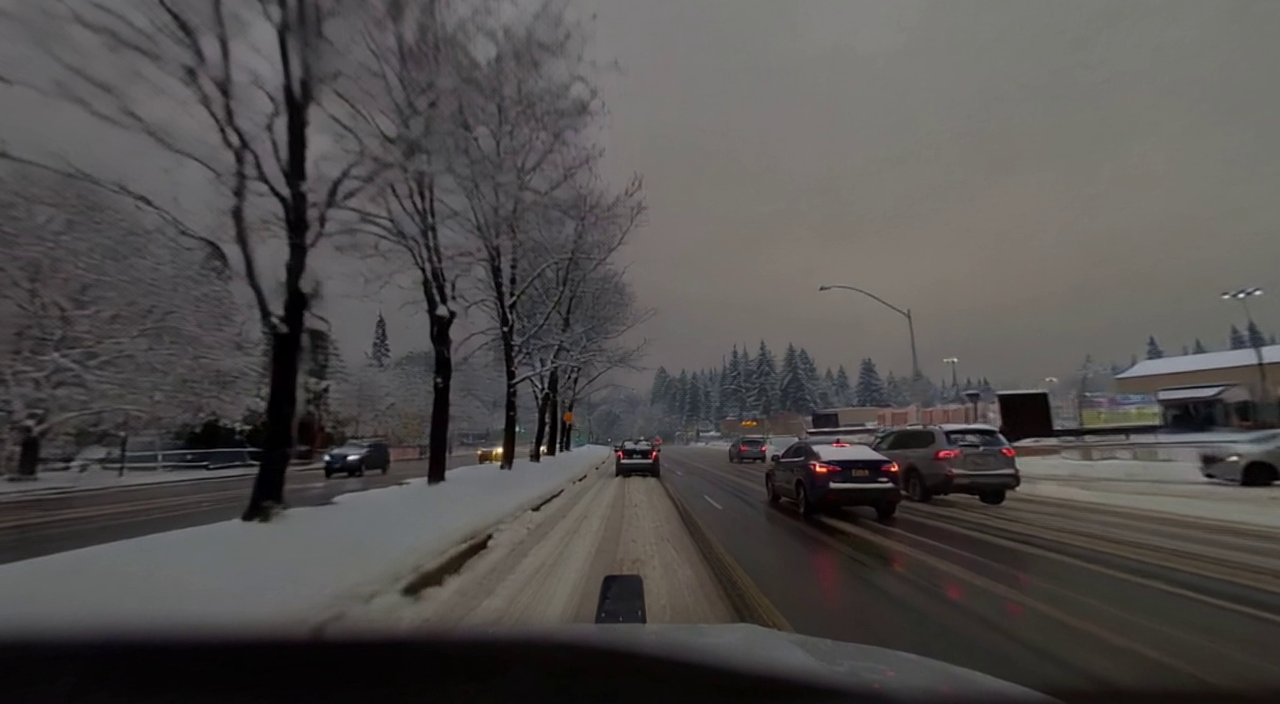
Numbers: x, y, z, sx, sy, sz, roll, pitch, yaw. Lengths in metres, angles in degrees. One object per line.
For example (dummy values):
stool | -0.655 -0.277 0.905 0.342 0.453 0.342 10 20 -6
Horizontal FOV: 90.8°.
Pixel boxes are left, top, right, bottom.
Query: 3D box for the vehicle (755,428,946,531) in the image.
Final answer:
vehicle | 3.438 2.155 11.304 1.858 1.466 4.230 0 -8 -1

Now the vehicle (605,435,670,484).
vehicle | -0.100 3.539 21.031 1.994 1.479 3.647 0 -8 -1

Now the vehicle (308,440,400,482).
vehicle | -12.513 4.776 28.019 1.954 1.689 4.443 0 -8 0

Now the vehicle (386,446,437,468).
vehicle | -16.421 7.549 45.666 1.983 1.477 4.702 0 -8 0

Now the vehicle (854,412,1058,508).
vehicle | 6.866 2.403 14.472 2.134 1.810 4.590 0 -8 -2

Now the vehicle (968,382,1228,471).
vehicle | 18.996 3.155 26.686 8.476 3.508 3.062 0 -8 -1
